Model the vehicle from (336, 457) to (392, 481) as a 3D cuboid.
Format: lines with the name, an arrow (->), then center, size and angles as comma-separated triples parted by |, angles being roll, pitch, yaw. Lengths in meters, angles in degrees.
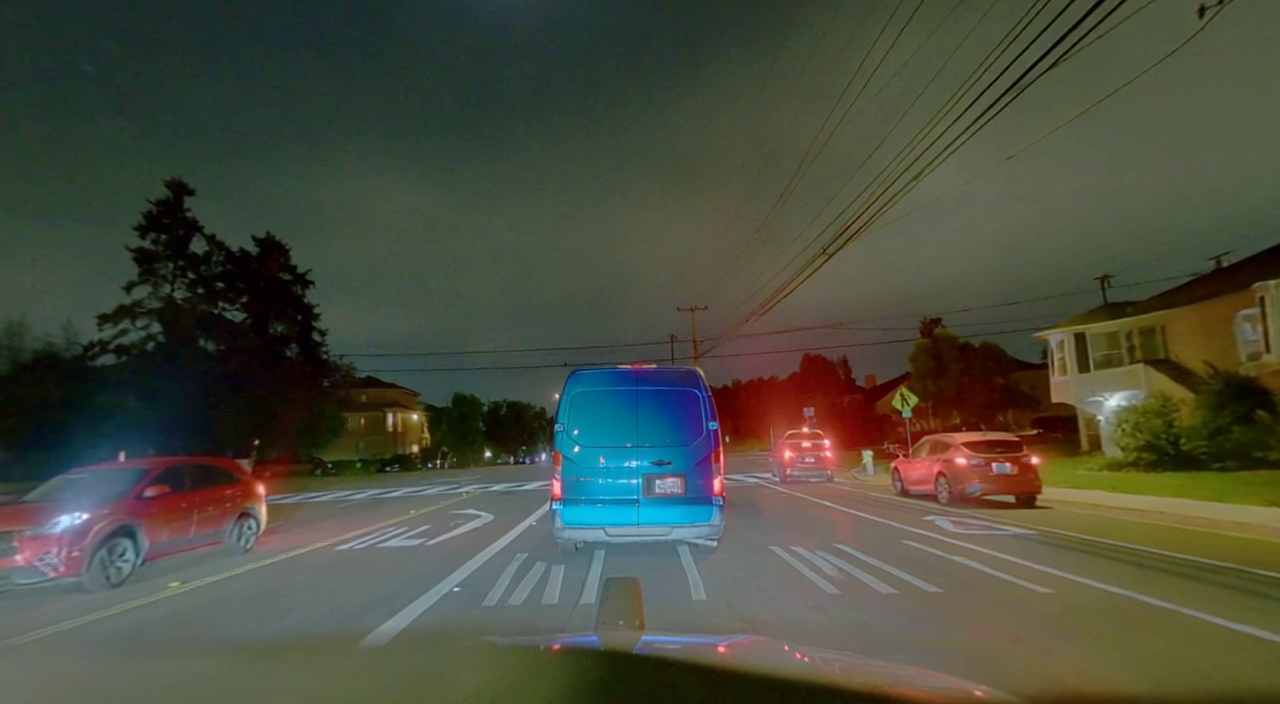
vehicle -> -18.316, 7.781, 42.115 | 1.816, 1.445, 4.120 | 0, -9, 1

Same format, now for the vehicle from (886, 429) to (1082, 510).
vehicle -> 7.358, 2.547, 14.127 | 1.883, 1.504, 4.220 | 0, -9, -2

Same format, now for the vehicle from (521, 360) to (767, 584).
vehicle -> 0.035, 1.502, 8.539 | 2.342, 2.142, 4.809 | 0, -9, 0

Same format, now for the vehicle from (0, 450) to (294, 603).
vehicle -> -7.472, 2.372, 9.603 | 1.997, 1.724, 4.417 | 0, -9, -2

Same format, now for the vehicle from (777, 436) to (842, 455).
vehicle -> 13.135, 7.287, 49.180 | 4.483, 1.463, 1.805 | 0, -9, -1
